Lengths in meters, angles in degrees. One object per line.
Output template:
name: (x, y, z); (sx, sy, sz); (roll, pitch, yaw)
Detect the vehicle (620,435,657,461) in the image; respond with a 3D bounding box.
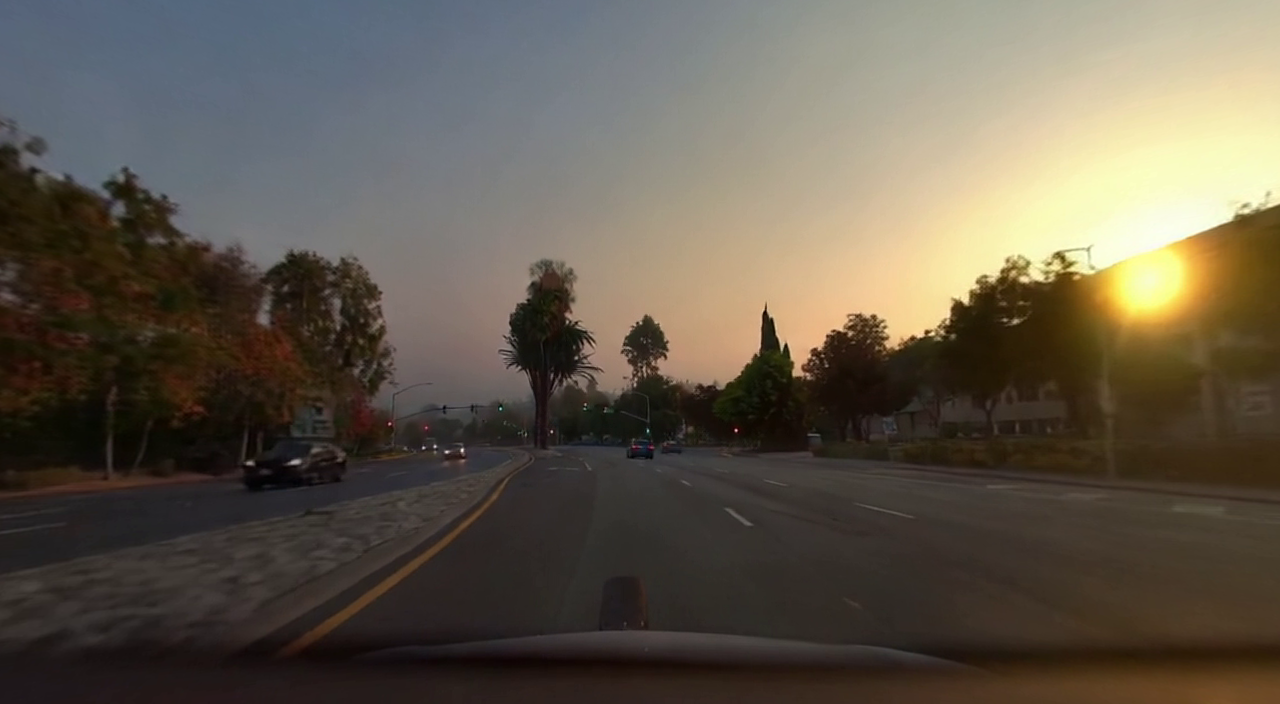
vehicle: (-0.152, 7.173, 47.112); (2.046, 1.818, 4.603); (1, -8, -9)

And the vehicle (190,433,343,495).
vehicle: (-13.133, 3.945, 22.769); (2.278, 1.928, 5.776); (0, -8, -3)
